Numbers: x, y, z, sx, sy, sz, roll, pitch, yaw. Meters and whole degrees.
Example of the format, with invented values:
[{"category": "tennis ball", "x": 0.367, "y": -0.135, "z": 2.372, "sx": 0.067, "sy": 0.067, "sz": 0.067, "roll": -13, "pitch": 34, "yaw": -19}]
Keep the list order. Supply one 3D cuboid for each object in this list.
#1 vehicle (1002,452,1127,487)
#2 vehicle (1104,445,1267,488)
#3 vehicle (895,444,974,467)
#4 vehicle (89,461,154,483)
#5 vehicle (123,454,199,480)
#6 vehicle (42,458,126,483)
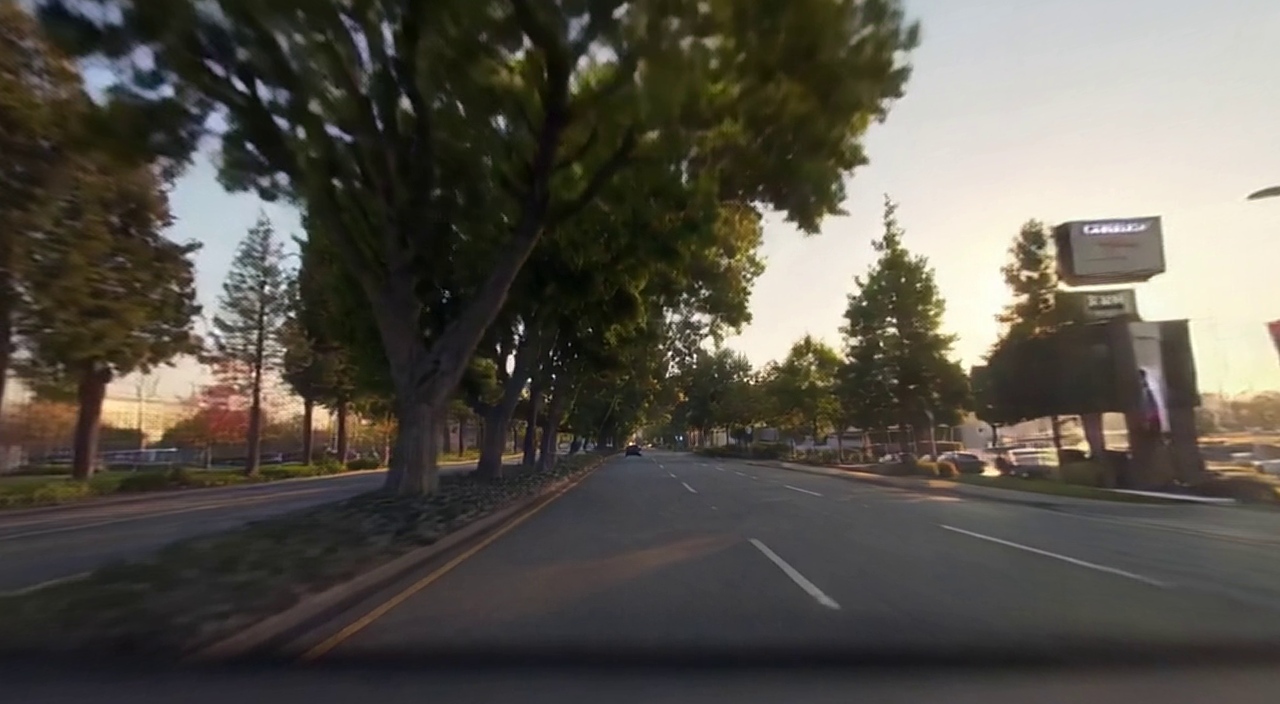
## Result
[{"category": "vehicle", "x": 19.942, "y": 5.560, "z": 29.812, "sx": 4.403, "sy": 1.436, "sz": 1.918, "roll": -2, "pitch": -12, "yaw": 1}, {"category": "vehicle", "x": 20.453, "y": 4.277, "z": 23.836, "sx": 4.267, "sy": 1.512, "sz": 1.966, "roll": 0, "pitch": -9, "yaw": 0}, {"category": "vehicle", "x": 20.151, "y": 7.071, "z": 43.292, "sx": 4.333, "sy": 1.507, "sz": 2.101, "roll": 0, "pitch": -9, "yaw": -1}, {"category": "vehicle", "x": -38.402, "y": 8.883, "z": 46.916, "sx": 1.720, "sy": 1.508, "sz": 3.653, "roll": 0, "pitch": -9, "yaw": -1}, {"category": "vehicle", "x": -35.648, "y": 8.540, "z": 47.156, "sx": 1.983, "sy": 1.818, "sz": 4.590, "roll": 0, "pitch": -9, "yaw": 0}, {"category": "vehicle", "x": -41.294, "y": 8.775, "z": 47.081, "sx": 2.047, "sy": 1.622, "sz": 4.985, "roll": -1, "pitch": -9, "yaw": -5}]
